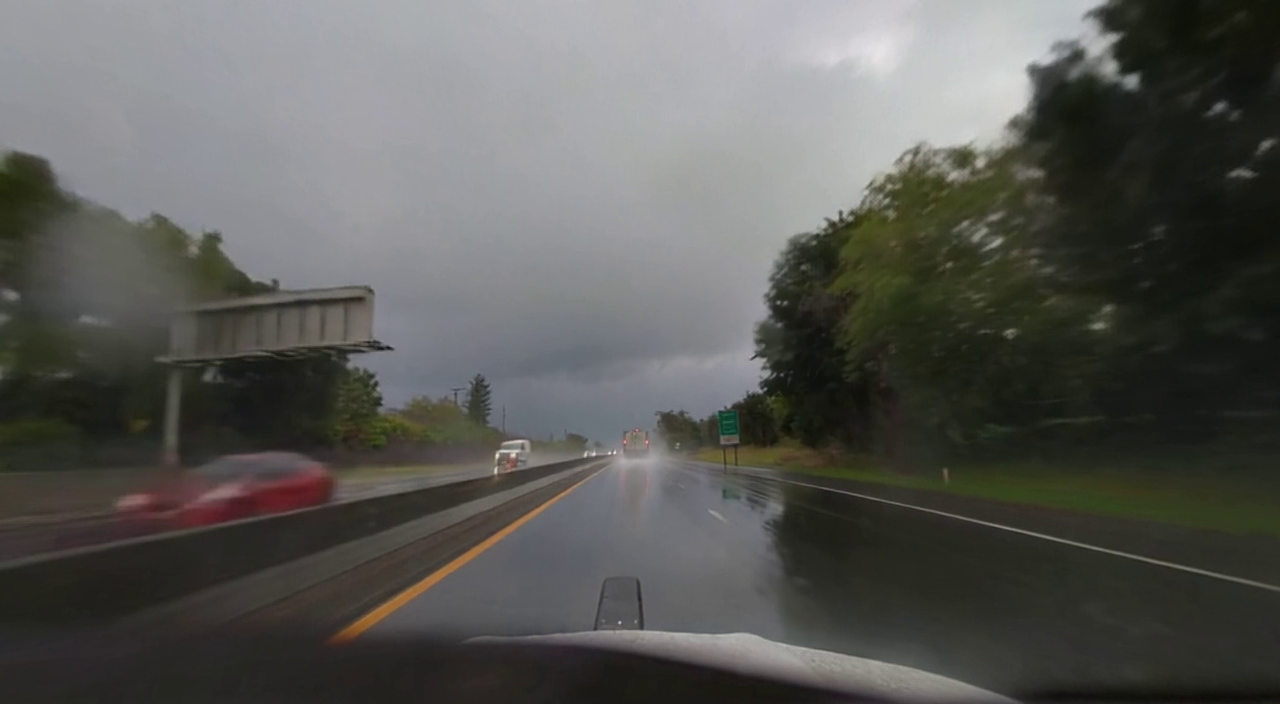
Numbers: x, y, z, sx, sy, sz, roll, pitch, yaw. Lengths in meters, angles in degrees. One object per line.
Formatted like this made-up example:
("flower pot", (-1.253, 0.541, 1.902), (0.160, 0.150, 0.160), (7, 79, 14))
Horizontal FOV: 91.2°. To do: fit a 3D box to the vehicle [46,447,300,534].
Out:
("vehicle", (-9.645, 2.834, 13.584), (1.915, 1.530, 4.629), (0, -9, 0))
